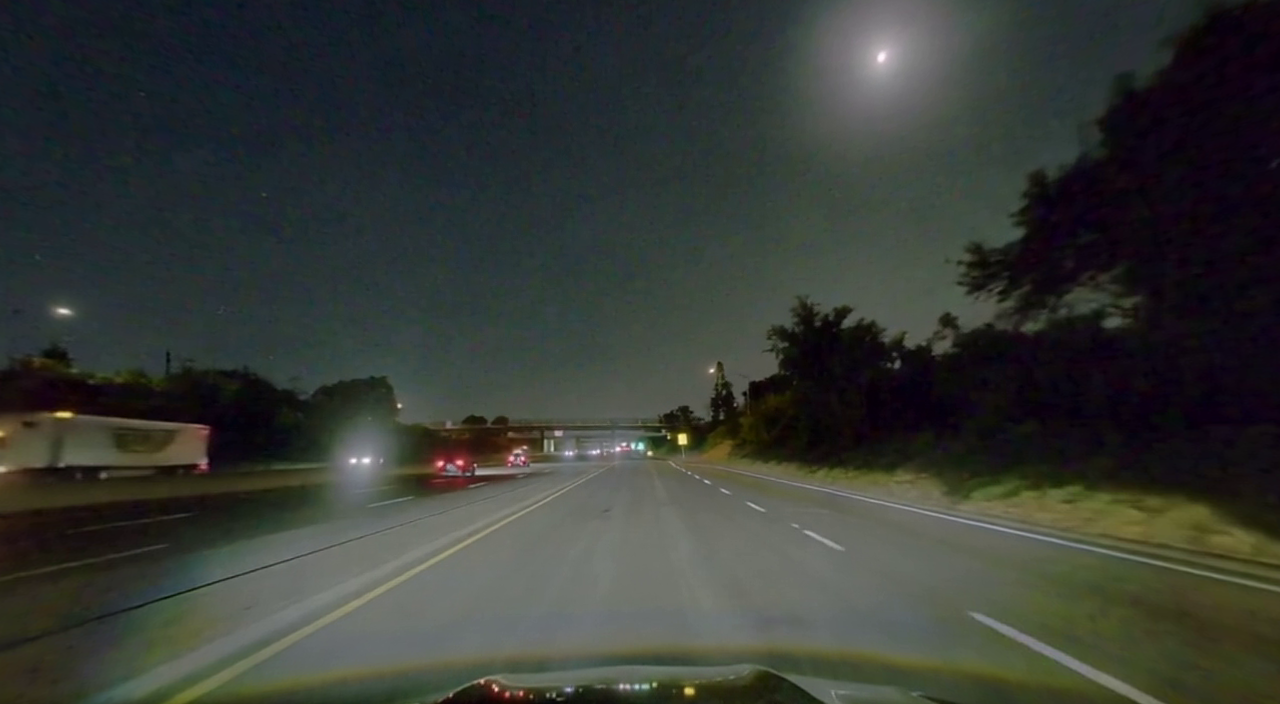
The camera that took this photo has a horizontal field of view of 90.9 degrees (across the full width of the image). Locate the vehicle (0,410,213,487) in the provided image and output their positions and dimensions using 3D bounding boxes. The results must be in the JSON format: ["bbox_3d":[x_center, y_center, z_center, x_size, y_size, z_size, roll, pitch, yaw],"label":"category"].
[{"bbox_3d":[-33.039,5.975,39.020,2.832,3.818,14.586,2,-9,1],"label":"vehicle"}]
